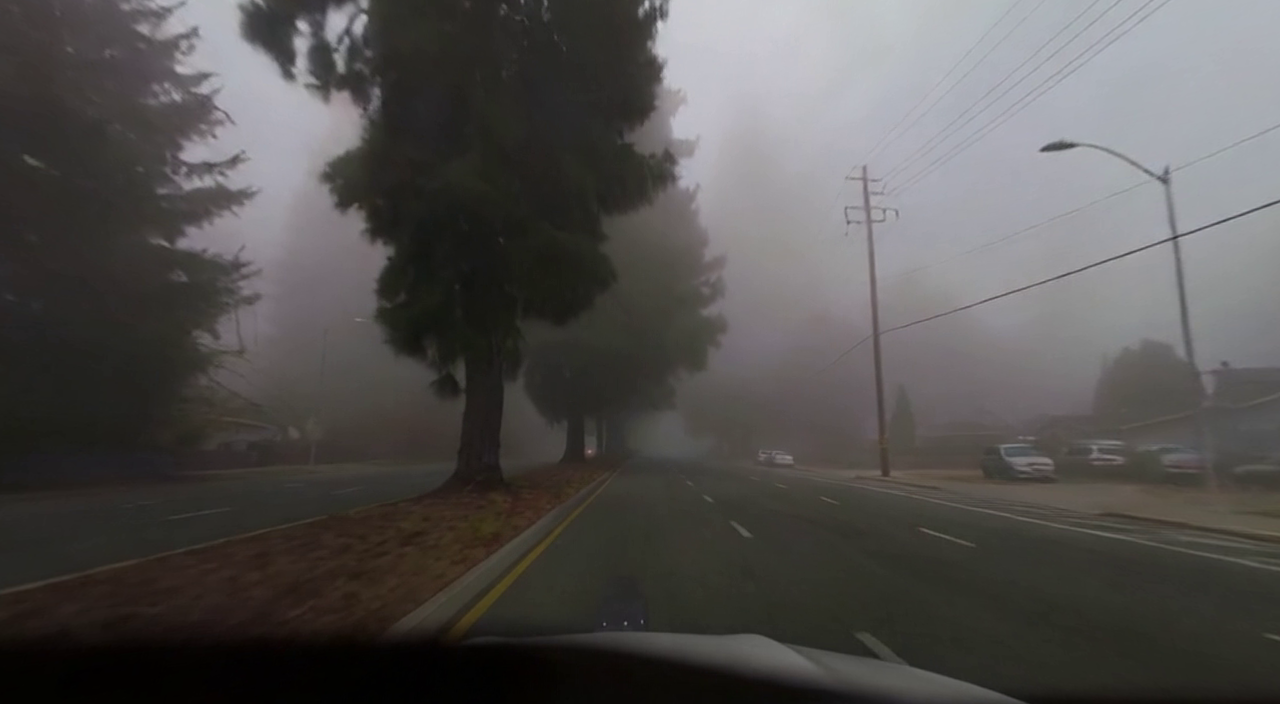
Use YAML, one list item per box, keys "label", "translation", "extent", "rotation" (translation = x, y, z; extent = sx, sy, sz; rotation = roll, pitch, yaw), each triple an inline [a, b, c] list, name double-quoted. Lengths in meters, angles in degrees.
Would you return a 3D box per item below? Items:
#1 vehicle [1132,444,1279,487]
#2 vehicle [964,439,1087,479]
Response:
- label: "vehicle"
  translation: [22.619, 4.460, 25.094]
  extent: [4.170, 1.598, 2.010]
  rotation: [-2, -9, 12]
- label: "vehicle"
  translation: [19.212, 5.336, 31.625]
  extent: [4.655, 1.921, 2.231]
  rotation: [0, -8, 0]
